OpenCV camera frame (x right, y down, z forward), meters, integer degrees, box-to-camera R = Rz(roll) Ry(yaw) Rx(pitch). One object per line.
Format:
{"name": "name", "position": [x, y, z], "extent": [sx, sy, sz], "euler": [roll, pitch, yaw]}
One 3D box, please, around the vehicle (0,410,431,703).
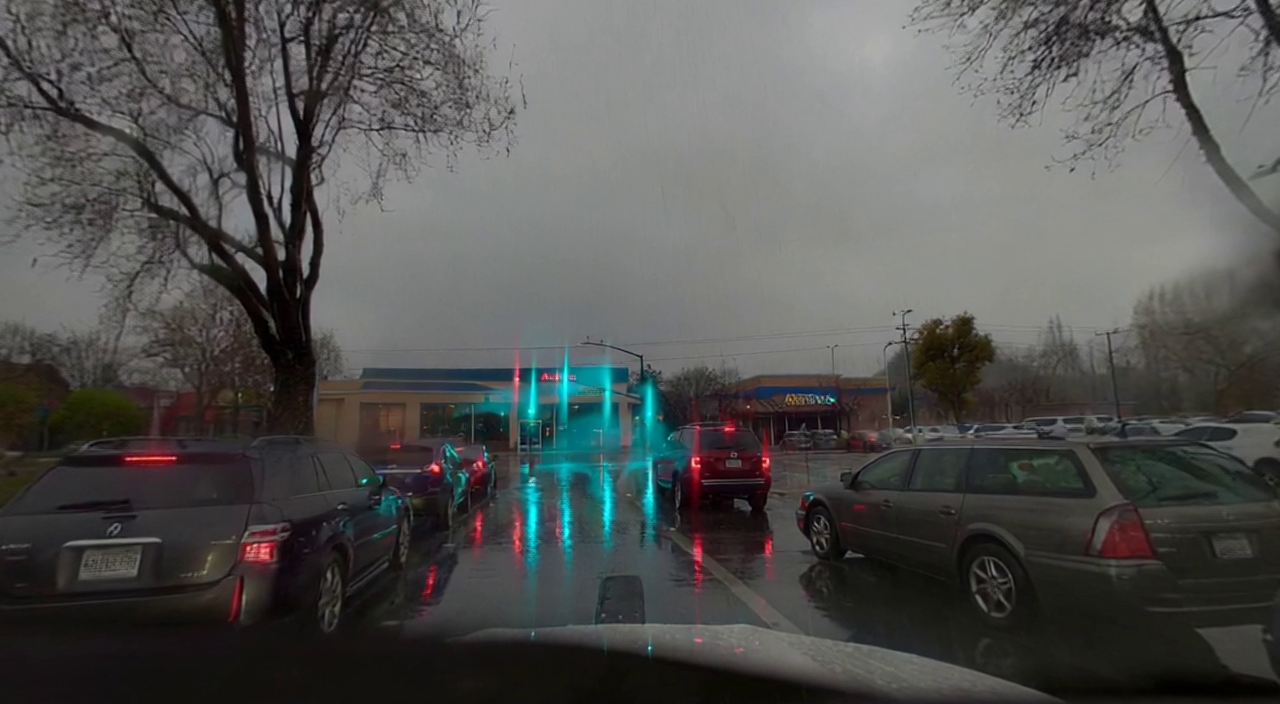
{"name": "vehicle", "position": [-2.888, 1.339, 5.089], "extent": [1.968, 1.497, 4.286], "euler": [2, -9, -15]}

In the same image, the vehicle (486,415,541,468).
{"name": "vehicle", "position": [-8.381, 6.091, 42.862], "extent": [2.820, 3.263, 7.986], "euler": [1, -8, -6]}

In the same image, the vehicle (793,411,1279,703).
{"name": "vehicle", "position": [3.150, 1.404, 5.609], "extent": [1.904, 1.494, 4.864], "euler": [1, -8, -6]}

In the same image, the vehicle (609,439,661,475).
{"name": "vehicle", "position": [-0.310, 4.809, 29.171], "extent": [1.910, 1.493, 4.490], "euler": [1, -8, -7]}

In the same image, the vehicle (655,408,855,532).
{"name": "vehicle", "position": [1.900, 2.269, 12.817], "extent": [2.324, 1.907, 5.634], "euler": [1, -8, -7]}

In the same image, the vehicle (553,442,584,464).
{"name": "vehicle", "position": [-5.262, 7.393, 46.484], "extent": [2.095, 1.473, 4.301], "euler": [1, -8, -6]}
